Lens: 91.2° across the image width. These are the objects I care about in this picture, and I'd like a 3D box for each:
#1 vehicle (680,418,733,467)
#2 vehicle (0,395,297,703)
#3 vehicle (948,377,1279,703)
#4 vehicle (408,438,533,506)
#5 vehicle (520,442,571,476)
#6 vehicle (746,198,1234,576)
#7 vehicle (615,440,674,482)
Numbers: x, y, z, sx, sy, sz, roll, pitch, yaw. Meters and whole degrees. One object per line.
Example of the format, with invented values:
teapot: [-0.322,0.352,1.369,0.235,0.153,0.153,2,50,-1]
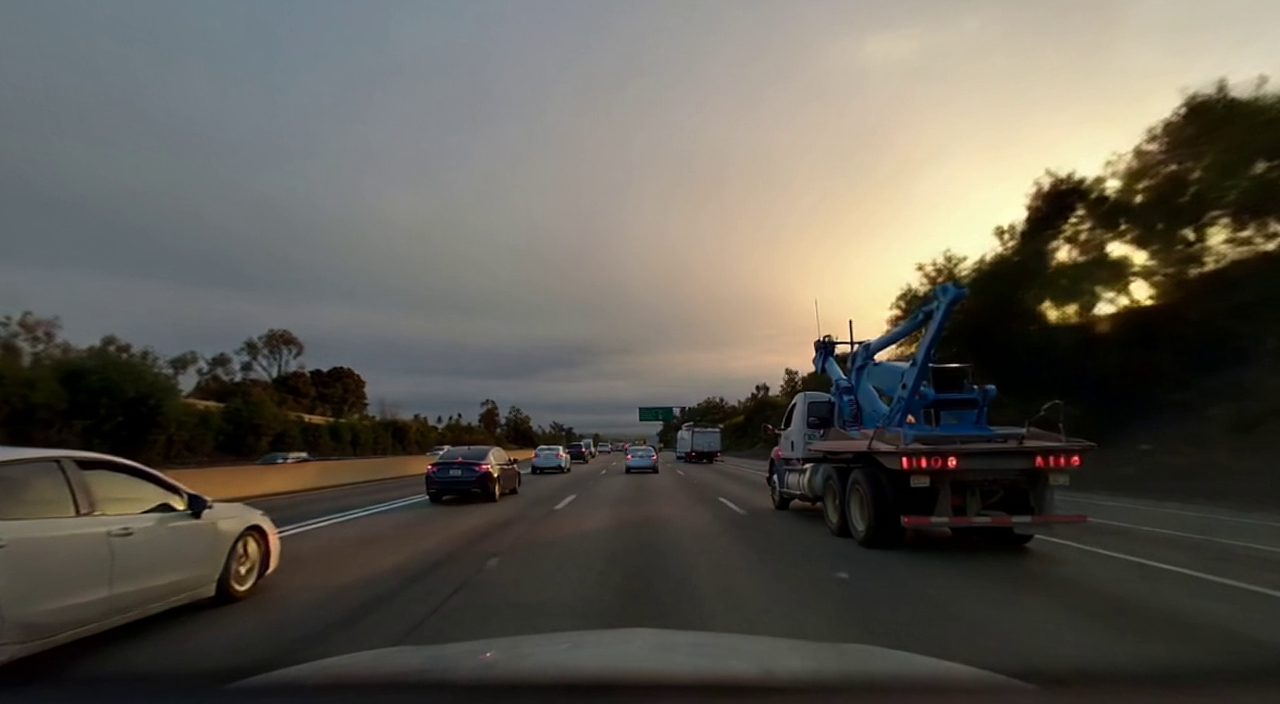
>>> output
vehicle: [4.098,5.822,39.947,2.416,2.829,7.016,0,-9,-1]
vehicle: [-4.172,1.093,3.673,1.978,1.556,4.119,0,-9,0]
vehicle: [4.052,0.915,2.616,2.599,1.631,5.693,0,-9,-1]
vehicle: [-4.213,3.067,16.467,1.880,1.507,4.757,0,-9,1]
vehicle: [-4.524,5.191,30.514,1.858,1.527,3.974,0,-9,1]
vehicle: [3.957,0.900,10.194,2.975,3.618,8.456,0,-9,0]
vehicle: [0.126,4.315,24.958,2.150,1.498,3.988,0,-9,-1]
